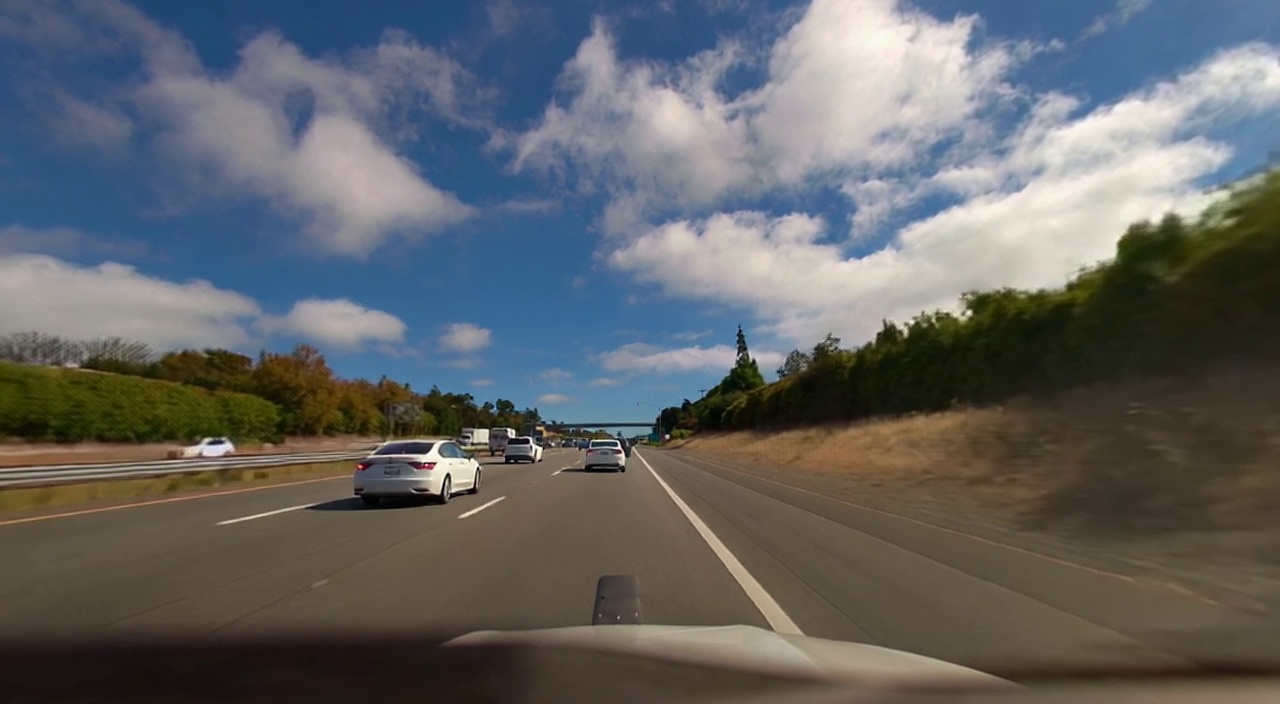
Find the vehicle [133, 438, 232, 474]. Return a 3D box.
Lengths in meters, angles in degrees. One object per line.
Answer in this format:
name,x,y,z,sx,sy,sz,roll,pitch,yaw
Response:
vehicle,-22.360,5.070,30.969,1.856,1.607,4.114,0,-8,-2

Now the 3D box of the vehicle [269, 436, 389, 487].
vehicle,-9.669,3.381,19.933,1.850,1.439,3.932,0,-8,-1

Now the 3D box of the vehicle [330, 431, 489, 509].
vehicle,-4.934,2.547,14.246,1.971,1.464,4.386,0,-8,0

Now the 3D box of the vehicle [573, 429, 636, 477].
vehicle,-1.315,3.802,23.982,2.178,1.658,3.916,0,-8,-2

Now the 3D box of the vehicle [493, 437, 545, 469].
vehicle,-5.845,4.881,30.707,1.835,1.432,3.835,0,-8,-1
